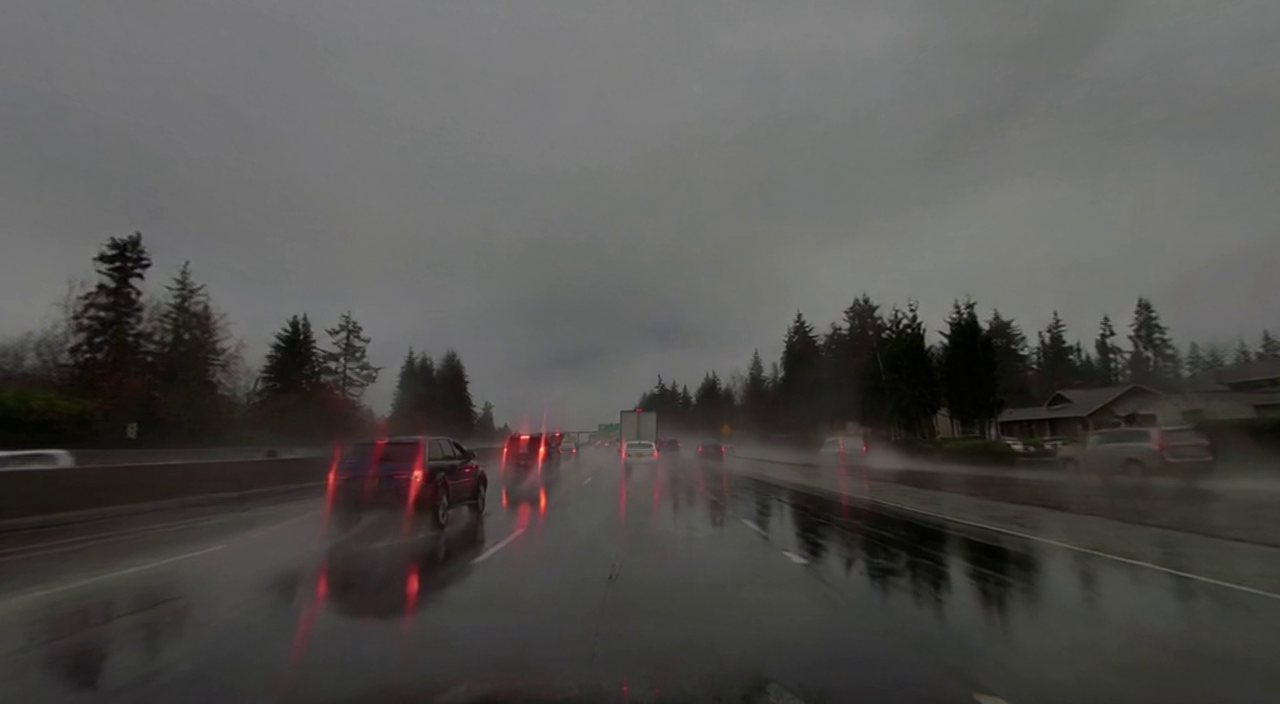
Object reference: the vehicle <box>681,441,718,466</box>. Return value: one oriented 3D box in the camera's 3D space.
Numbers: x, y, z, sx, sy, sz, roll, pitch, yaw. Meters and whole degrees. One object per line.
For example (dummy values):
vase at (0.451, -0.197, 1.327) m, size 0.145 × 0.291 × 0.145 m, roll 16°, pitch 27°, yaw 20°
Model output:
vehicle at (3.934, 6.797, 42.506) m, size 2.027 × 1.554 × 4.252 m, roll 0°, pitch -9°, yaw -1°

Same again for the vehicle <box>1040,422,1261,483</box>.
vehicle at (14.095, 2.836, 17.949) m, size 1.905 × 1.490 × 4.826 m, roll 1°, pitch -9°, yaw -6°

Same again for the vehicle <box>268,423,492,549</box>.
vehicle at (-3.956, 2.105, 10.523) m, size 1.988 × 1.668 × 4.021 m, roll 0°, pitch -9°, yaw 0°

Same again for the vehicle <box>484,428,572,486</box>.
vehicle at (-4.119, 4.004, 24.261) m, size 2.301 × 1.944 × 5.482 m, roll 0°, pitch -9°, yaw 1°

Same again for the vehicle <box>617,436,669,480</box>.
vehicle at (0.113, 4.514, 27.091) m, size 2.063 × 1.703 × 4.203 m, roll 0°, pitch -9°, yaw 0°

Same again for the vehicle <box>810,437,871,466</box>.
vehicle at (12.328, 6.126, 39.107) m, size 2.048 × 1.674 × 4.106 m, roll 1°, pitch -9°, yaw -6°

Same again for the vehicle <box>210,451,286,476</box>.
vehicle at (-25.149, 7.149, 40.736) m, size 1.873 × 1.483 × 4.451 m, roll -1°, pitch -9°, yaw 4°
